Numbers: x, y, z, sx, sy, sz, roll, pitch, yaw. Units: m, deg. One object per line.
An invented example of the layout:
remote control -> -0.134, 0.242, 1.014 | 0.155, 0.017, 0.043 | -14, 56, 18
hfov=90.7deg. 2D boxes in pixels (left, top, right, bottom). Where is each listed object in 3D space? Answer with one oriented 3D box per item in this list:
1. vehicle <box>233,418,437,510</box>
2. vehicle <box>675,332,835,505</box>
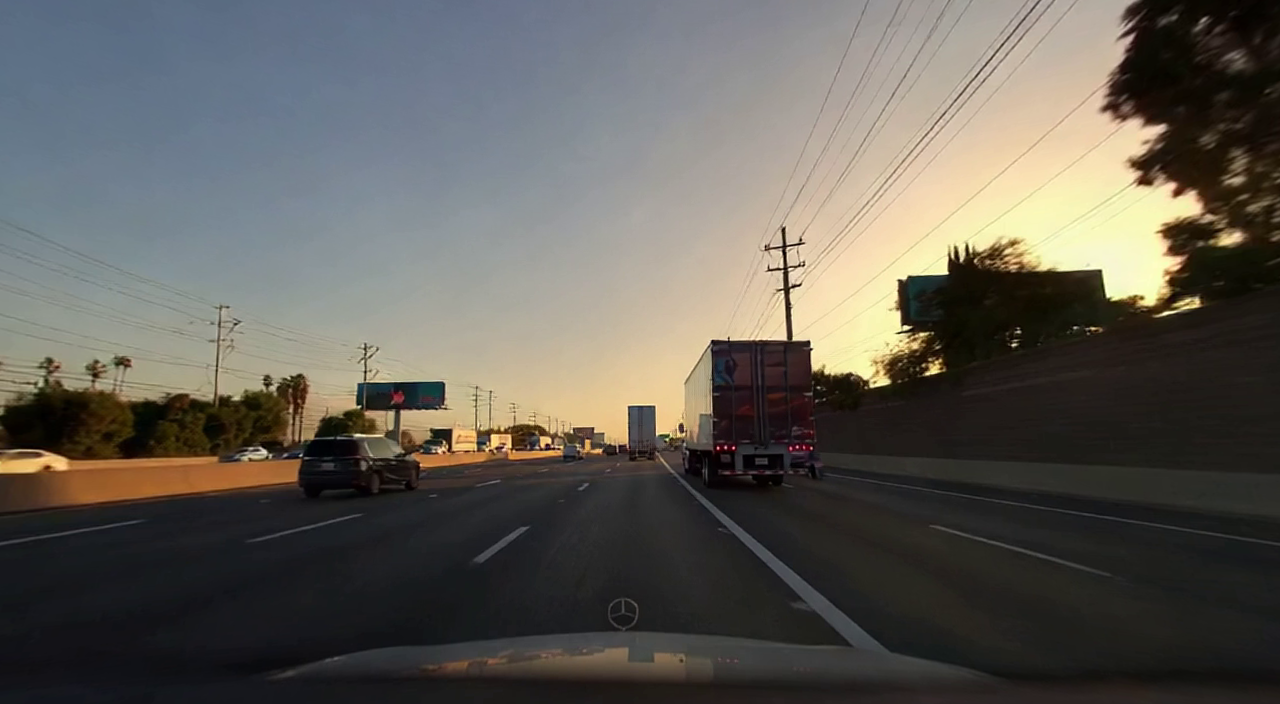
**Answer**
vehicle -> -7.344, 2.795, 16.227 | 2.425, 1.917, 5.647 | 0, -9, 0
vehicle -> 3.200, 2.808, 23.545 | 2.892, 4.152, 16.575 | 0, -9, 0
